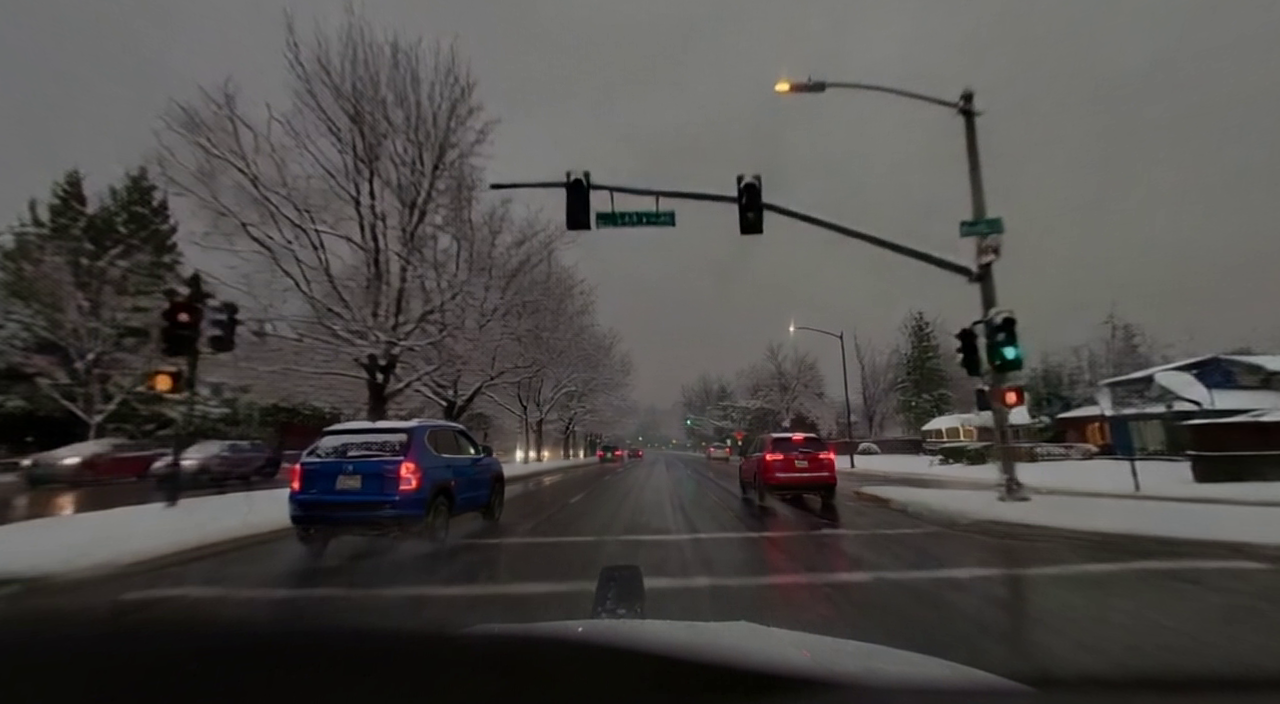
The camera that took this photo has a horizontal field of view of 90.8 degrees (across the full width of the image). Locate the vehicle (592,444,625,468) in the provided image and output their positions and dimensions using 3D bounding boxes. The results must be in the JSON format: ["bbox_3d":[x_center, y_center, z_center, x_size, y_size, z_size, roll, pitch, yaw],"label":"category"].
[{"bbox_3d":[-2.148,7.240,44.354,1.988,1.569,4.202,0,-8,2],"label":"vehicle"}]

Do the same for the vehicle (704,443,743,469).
[{"bbox_3d":[5.656,7.125,43.403,2.169,1.669,4.037,0,-8,1],"label":"vehicle"}]

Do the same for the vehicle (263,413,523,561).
[{"bbox_3d":[-3.290,1.901,9.682,2.045,1.688,4.632,0,-8,1],"label":"vehicle"}]

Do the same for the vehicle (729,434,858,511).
[{"bbox_3d":[3.685,2.959,16.087,2.132,1.659,4.387,0,-8,-1],"label":"vehicle"}]

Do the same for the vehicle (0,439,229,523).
[{"bbox_3d":[-11.741,2.746,14.191,2.006,1.492,4.672,-2,-8,-2],"label":"vehicle"}]
